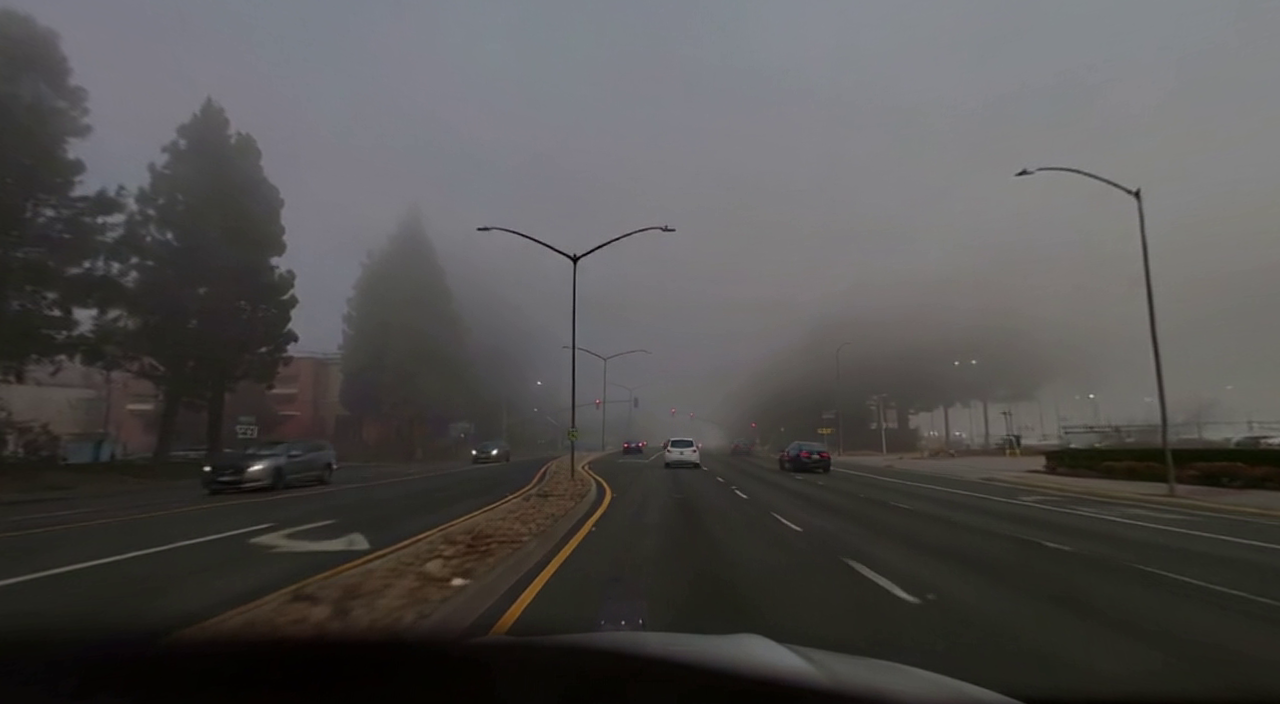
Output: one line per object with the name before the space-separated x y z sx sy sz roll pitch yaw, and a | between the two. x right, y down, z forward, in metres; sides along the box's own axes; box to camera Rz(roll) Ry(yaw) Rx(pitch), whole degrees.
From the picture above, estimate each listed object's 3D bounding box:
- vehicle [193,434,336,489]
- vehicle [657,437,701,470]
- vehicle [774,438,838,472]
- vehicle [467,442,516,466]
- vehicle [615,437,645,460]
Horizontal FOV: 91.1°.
vehicle | -13.803 4.052 23.569 2.022 1.787 5.262 -1 -8 1
vehicle | 1.866 5.055 31.467 1.971 1.479 4.493 -1 -8 1
vehicle | 7.996 5.010 30.698 1.918 1.484 4.456 0 -8 0
vehicle | -9.682 6.670 41.361 1.984 1.472 4.487 -1 -8 2
vehicle | -0.779 7.016 45.606 2.074 1.575 4.326 0 -9 -3
